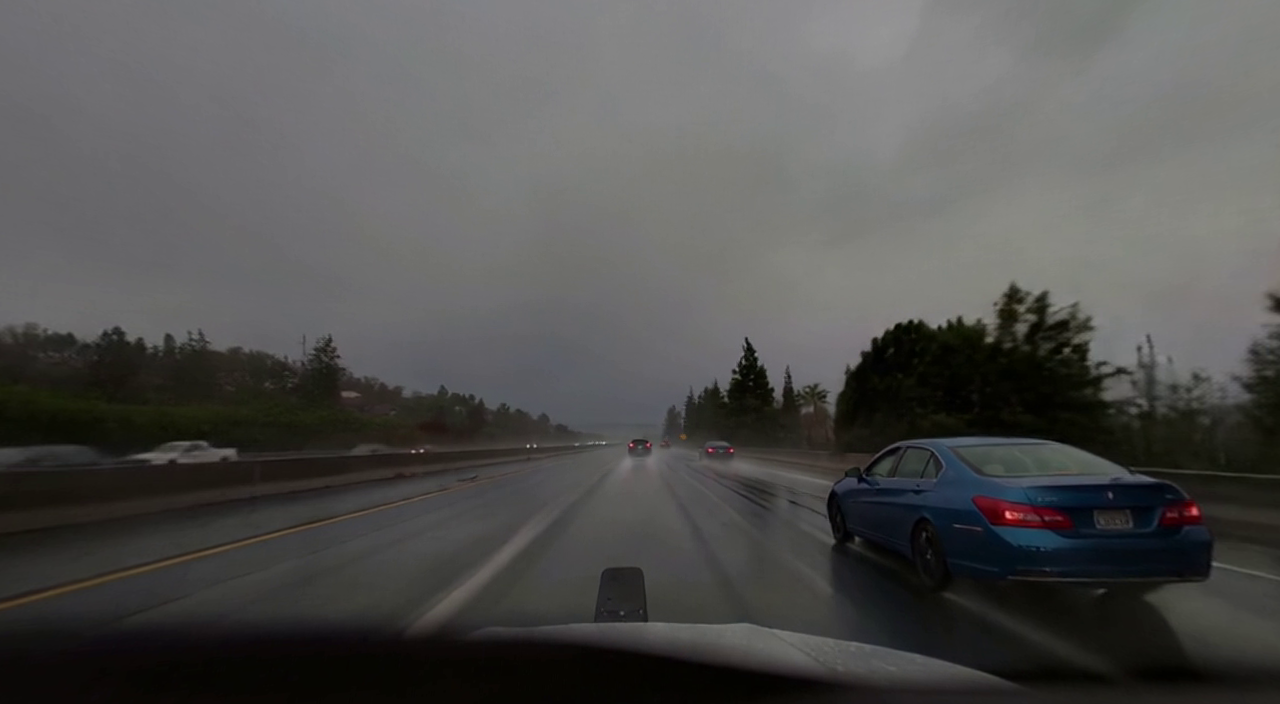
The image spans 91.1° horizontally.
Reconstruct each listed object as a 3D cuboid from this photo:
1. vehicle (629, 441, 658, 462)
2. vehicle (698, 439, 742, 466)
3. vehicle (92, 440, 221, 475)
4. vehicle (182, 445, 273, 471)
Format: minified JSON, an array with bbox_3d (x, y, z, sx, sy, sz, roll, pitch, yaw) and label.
[{"bbox_3d":[0.247,7.363,46.536,2.052,1.449,3.857,0,-8,0],"label":"vehicle"},{"bbox_3d":[4.782,6.106,38.229,2.008,1.524,4.598,0,-8,-1],"label":"vehicle"},{"bbox_3d":[-29.012,6.340,38.139,2.271,1.944,6.850,0,-8,1],"label":"vehicle"},{"bbox_3d":[-28.923,7.402,44.321,2.546,1.681,5.672,0,-8,1],"label":"vehicle"}]
